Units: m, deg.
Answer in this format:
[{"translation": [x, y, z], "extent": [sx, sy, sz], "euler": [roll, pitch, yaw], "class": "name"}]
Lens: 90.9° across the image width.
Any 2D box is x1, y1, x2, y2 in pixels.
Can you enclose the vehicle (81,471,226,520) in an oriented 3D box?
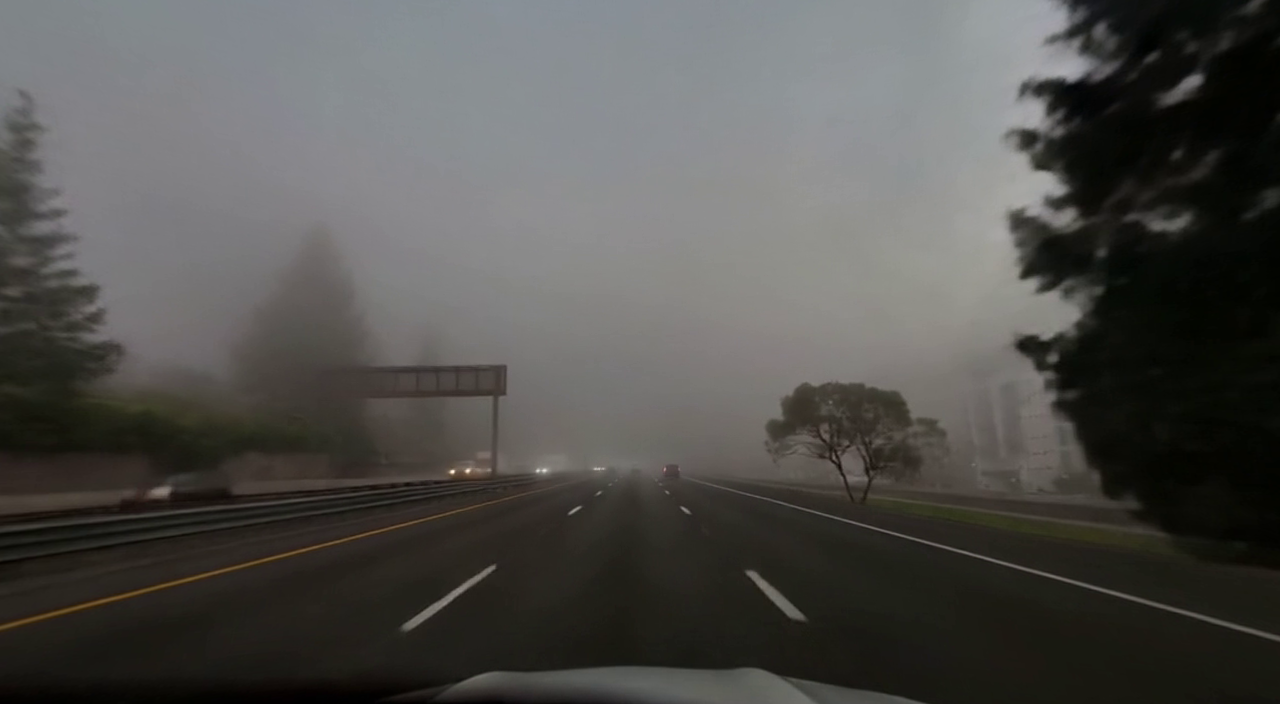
[{"translation": [-16.007, 4.704, 21.010], "extent": [1.878, 1.427, 3.636], "euler": [1, -11, 0], "class": "vehicle"}]
